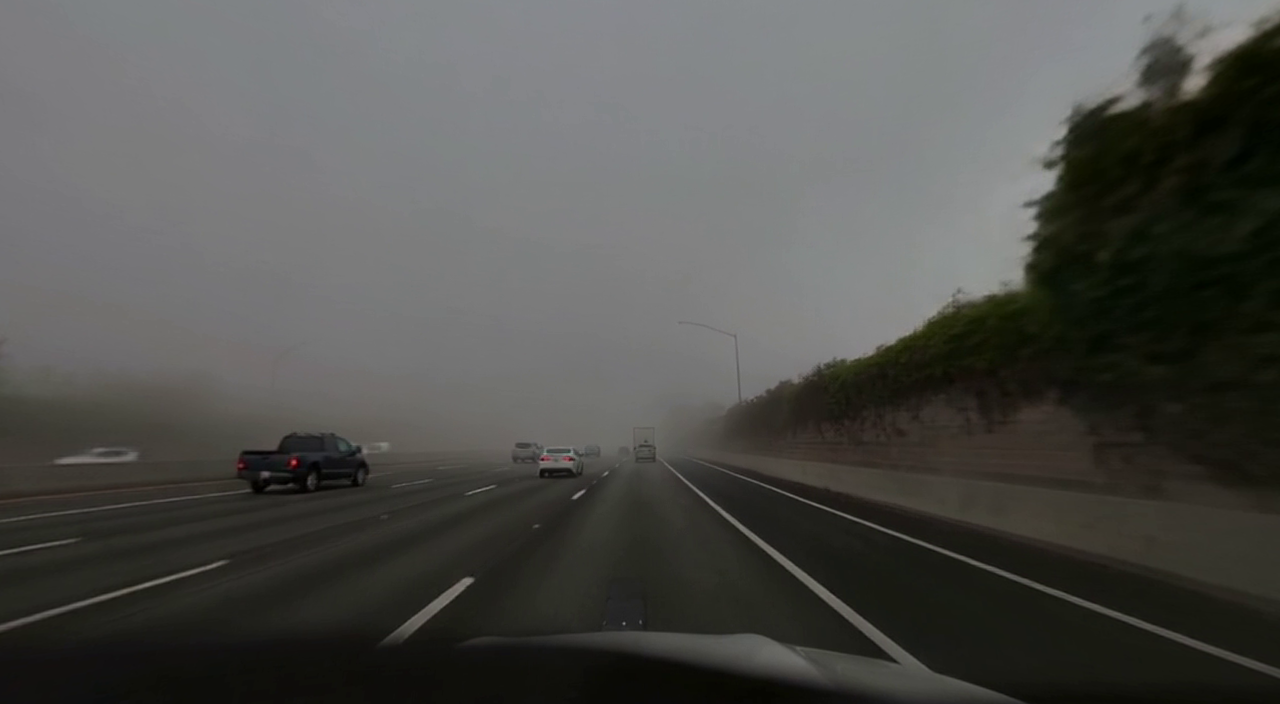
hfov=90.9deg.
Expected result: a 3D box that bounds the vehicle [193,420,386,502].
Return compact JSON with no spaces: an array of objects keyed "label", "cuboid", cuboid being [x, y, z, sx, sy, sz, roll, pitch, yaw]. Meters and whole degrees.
[{"label":"vehicle","cuboid":[-9.940,3.154,18.724,2.339,2.018,5.790,0,-8,1]}]

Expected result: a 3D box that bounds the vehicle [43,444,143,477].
[{"label":"vehicle","cuboid":[-25.467,5.056,29.513,1.534,1.418,3.461,-1,-9,1]}]

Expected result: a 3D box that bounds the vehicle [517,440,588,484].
[{"label":"vehicle","cuboid":[-3.210,4.125,23.948,2.056,1.480,4.022,0,-9,1]}]

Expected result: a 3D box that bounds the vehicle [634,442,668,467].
[{"label":"vehicle","cuboid":[0.642,6.563,40.670,2.073,1.480,4.343,0,-9,0]}]
